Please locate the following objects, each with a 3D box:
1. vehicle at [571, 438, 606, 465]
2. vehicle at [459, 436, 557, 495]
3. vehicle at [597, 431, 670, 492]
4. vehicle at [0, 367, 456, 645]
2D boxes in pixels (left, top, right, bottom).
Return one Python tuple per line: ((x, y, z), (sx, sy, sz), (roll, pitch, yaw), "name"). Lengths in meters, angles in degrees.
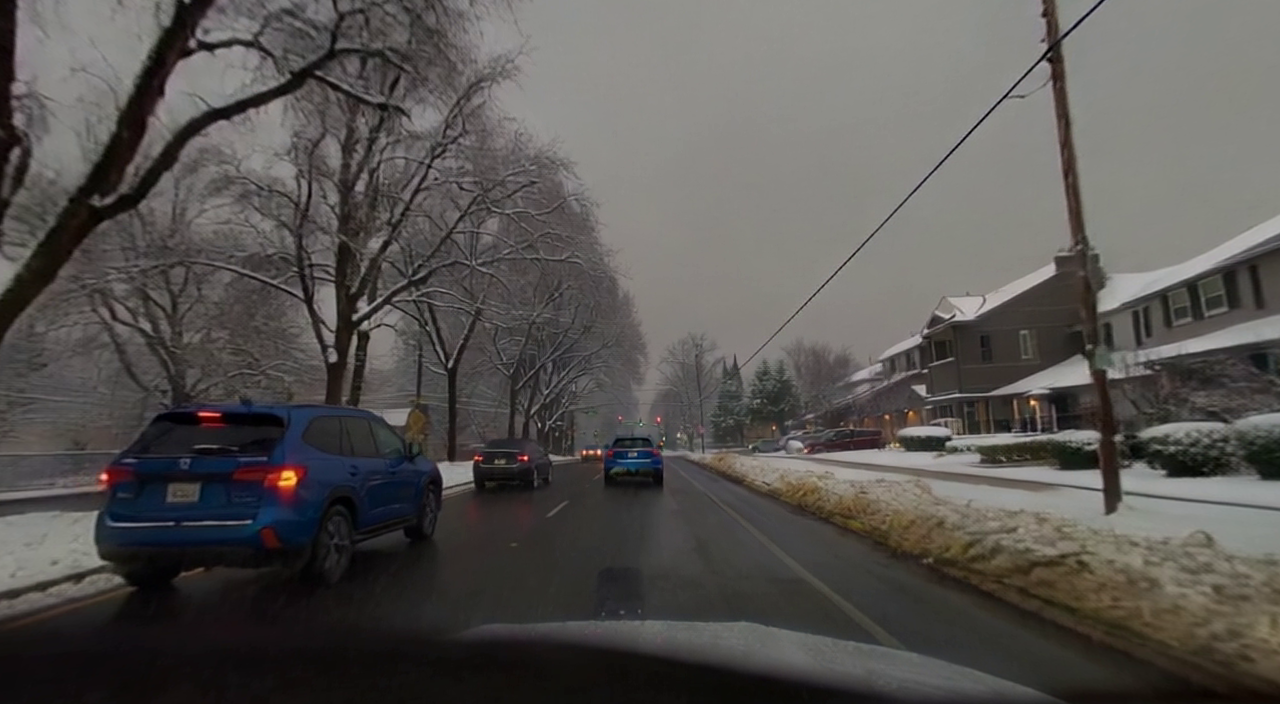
((-3.555, 6.979, 44.478), (2.080, 1.780, 4.879), (0, -8, 0), "vehicle")
((-3.783, 3.322, 18.907), (2.066, 1.565, 3.905), (0, -8, 0), "vehicle")
((-0.187, 3.301, 19.346), (1.997, 1.636, 3.760), (0, -8, 0), "vehicle")
((-3.745, 1.408, 6.866), (2.161, 1.919, 4.798), (0, -8, -2), "vehicle")
